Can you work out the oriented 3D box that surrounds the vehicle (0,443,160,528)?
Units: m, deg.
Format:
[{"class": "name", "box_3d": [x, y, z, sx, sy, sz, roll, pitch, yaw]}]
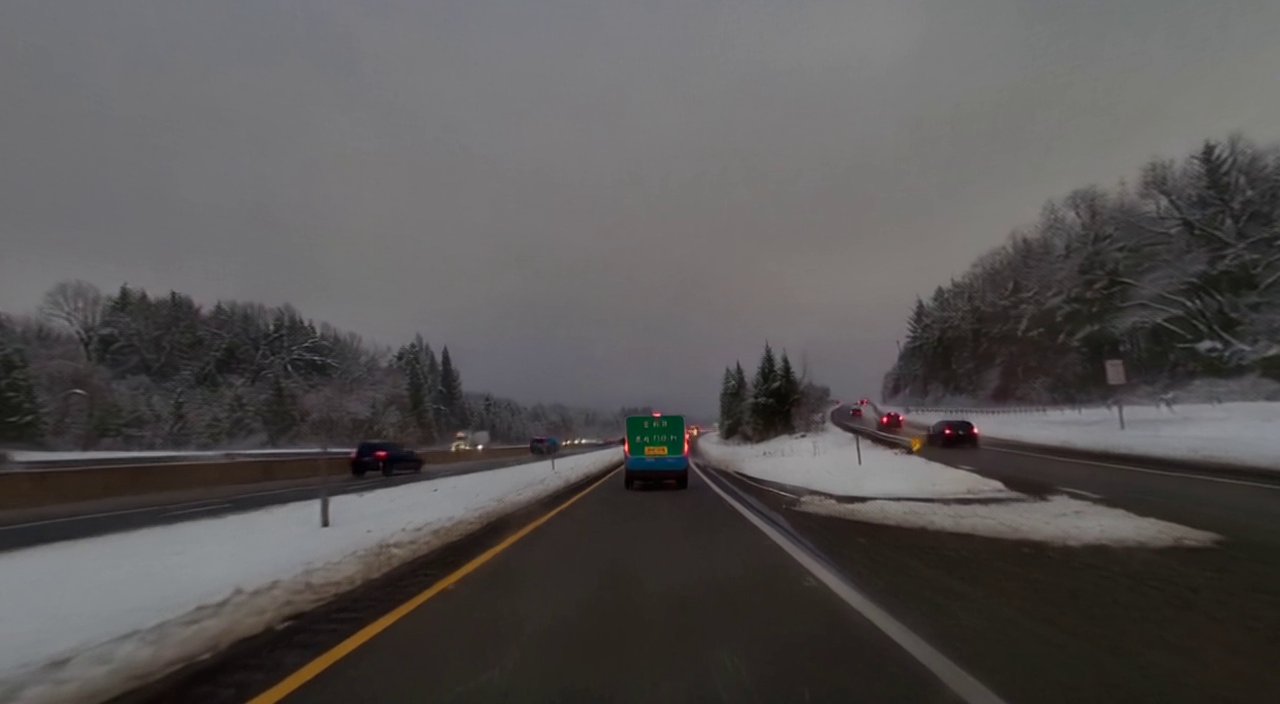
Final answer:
[{"class": "vehicle", "box_3d": [-12.791, 2.674, 12.995, 1.958, 1.545, 4.588, -1, -8, 4]}]

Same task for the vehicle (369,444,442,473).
[{"class": "vehicle", "box_3d": [-12.505, 5.683, 33.975, 1.918, 1.451, 4.668, -1, -8, 4]}]

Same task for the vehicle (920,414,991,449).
[{"class": "vehicle", "box_3d": [16.429, 4.224, 33.107, 2.098, 1.654, 4.637, -2, -8, 11]}]

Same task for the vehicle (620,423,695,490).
[{"class": "vehicle", "box_3d": [0.497, 3.203, 19.701, 2.043, 1.821, 4.558, -1, -8, 1]}]

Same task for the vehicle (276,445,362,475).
[{"class": "vehicle", "box_3d": [-16.700, 5.605, 33.102, 1.825, 1.437, 4.692, -1, -8, 3]}]
